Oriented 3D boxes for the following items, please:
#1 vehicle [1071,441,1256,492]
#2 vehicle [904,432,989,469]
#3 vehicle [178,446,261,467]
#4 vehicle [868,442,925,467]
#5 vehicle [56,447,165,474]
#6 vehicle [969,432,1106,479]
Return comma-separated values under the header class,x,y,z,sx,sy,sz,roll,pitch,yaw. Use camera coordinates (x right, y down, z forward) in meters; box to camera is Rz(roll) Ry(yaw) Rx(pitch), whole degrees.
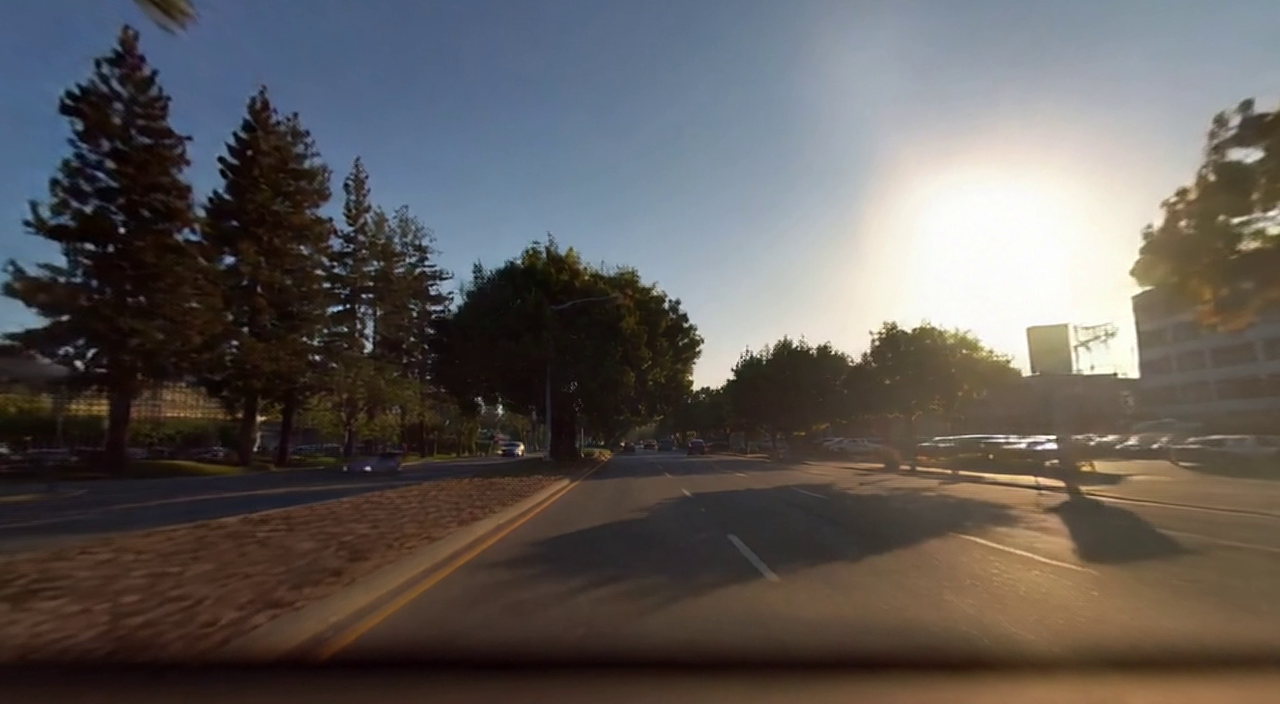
class,x,y,z,sx,sy,sz,roll,pitch,yaw
vehicle,16.689,3.642,20.545,1.863,1.445,4.703,0,-8,-2
vehicle,18.856,6.053,39.279,2.232,2.008,5.812,-3,-8,-1
vehicle,-31.083,7.744,46.795,4.742,1.459,1.867,-1,-8,0
vehicle,16.103,6.412,39.933,1.892,1.421,4.556,-1,-8,3
vehicle,-29.613,6.079,35.428,4.461,1.441,1.820,0,-8,0
vehicle,16.444,4.305,26.586,2.052,1.749,5.213,1,-9,-4
